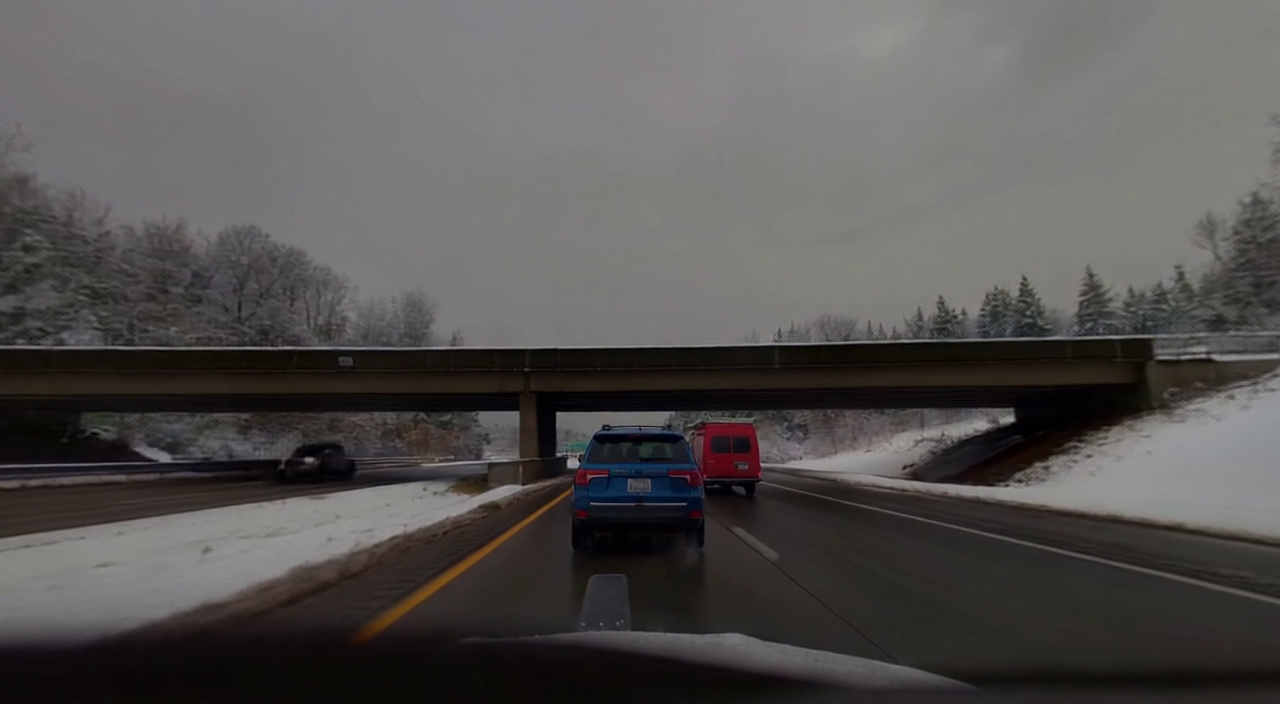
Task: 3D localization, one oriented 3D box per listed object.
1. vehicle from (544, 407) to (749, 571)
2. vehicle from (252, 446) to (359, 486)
[{"bbox_3d":[0.079,1.860,9.177,2.288,1.823,4.059,0,-9,0],"label":"vehicle"},{"bbox_3d":[-13.352,4.565,25.529,1.836,1.465,4.514,0,-9,0],"label":"vehicle"}]
